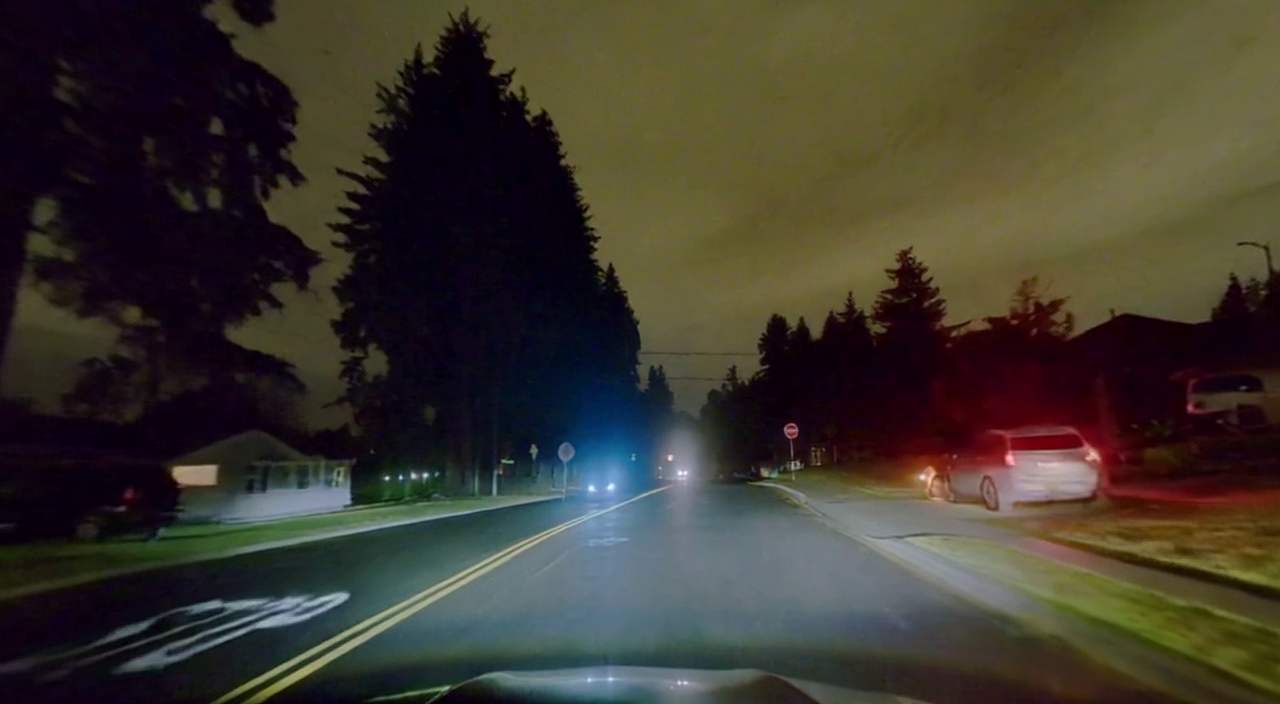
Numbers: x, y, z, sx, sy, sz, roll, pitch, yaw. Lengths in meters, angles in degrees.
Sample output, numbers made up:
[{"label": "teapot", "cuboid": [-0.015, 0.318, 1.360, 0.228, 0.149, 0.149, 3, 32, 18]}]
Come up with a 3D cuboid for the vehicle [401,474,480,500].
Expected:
[{"label": "vehicle", "cuboid": [-12.393, 8.419, 39.407, 4.320, 1.443, 1.867, -1, -8, 1]}]

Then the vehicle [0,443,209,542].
[{"label": "vehicle", "cuboid": [-12.665, 2.946, 13.046, 5.643, 1.759, 2.110, 1, -19, -6]}]

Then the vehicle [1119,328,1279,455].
[{"label": "vehicle", "cuboid": [11.802, 0.605, 11.422, 4.539, 2.010, 2.163, -3, -3, -3]}]

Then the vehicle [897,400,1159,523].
[{"label": "vehicle", "cuboid": [7.014, 2.061, 12.274, 2.163, 1.885, 4.804, -1, -8, 3]}]
